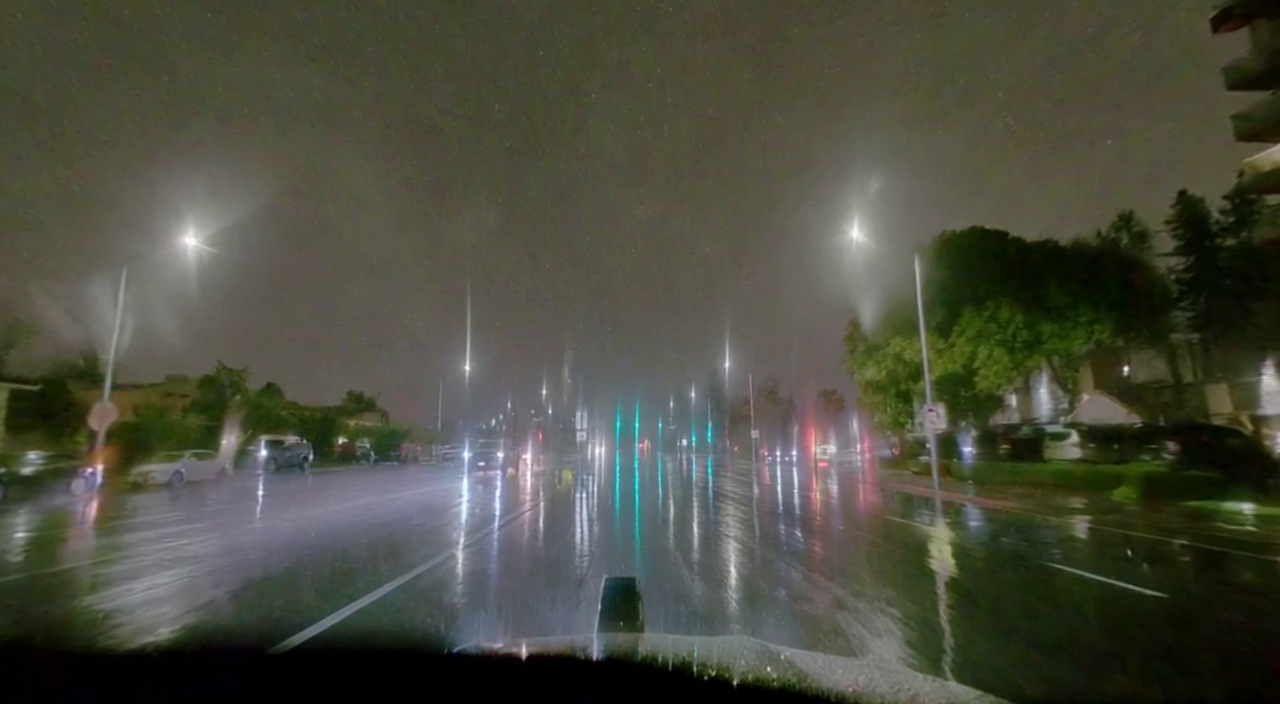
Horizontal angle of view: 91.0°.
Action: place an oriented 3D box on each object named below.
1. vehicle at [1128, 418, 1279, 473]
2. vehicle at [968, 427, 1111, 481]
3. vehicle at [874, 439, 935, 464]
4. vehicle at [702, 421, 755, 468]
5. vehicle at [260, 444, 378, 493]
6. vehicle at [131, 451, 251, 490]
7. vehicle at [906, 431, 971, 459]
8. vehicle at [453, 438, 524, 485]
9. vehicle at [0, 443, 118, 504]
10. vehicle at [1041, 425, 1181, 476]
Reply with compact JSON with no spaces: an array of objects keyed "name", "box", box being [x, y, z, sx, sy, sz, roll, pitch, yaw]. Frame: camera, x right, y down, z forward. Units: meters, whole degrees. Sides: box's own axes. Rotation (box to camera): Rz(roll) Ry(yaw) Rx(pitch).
[{"name":"vehicle","box":[20.175,3.299,22.397,2.020,1.727,4.526,-1,-8,1]},{"name":"vehicle","box":[14.575,3.751,23.389,2.158,1.736,4.713,-2,-8,0]},{"name":"vehicle","box":[17.713,6.636,42.402,1.957,1.501,4.308,-2,-8,-3]},{"name":"vehicle","box":[6.564,7.045,47.814,2.802,3.208,7.459,1,-9,-2]},{"name":"vehicle","box":[-11.298,4.097,22.537,1.961,1.559,4.269,0,-9,0]},{"name":"vehicle","box":[-18.991,4.999,26.927,1.867,1.475,4.369,0,-9,1]},{"name":"vehicle","box":[20.218,6.342,42.899,2.012,1.709,4.574,-1,-9,-2]},{"name":"vehicle","box":[-5.827,4.259,24.779,2.002,1.635,4.271,1,-9,-4]},{"name":"vehicle","box":[-18.833,3.611,19.047,2.009,1.692,4.708,0,-9,0]},{"name":"vehicle","box":[17.122,3.623,23.214,1.931,1.699,4.307,0,-9,3]}]
